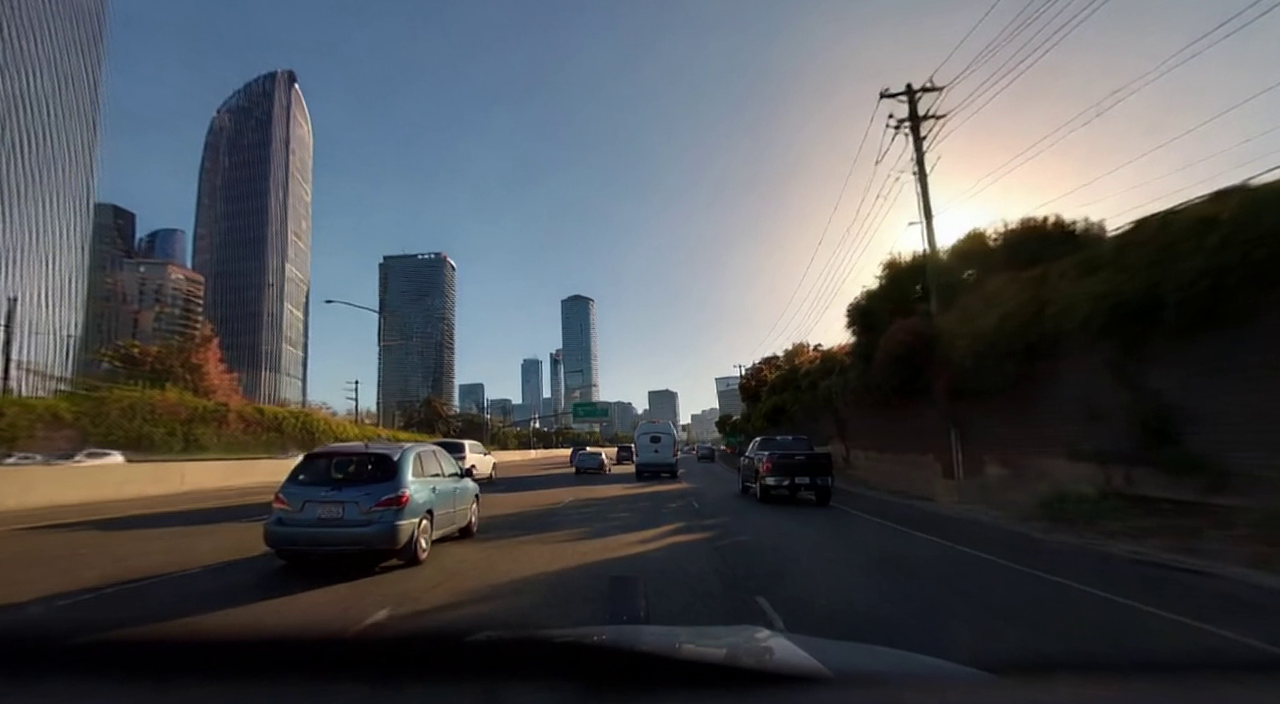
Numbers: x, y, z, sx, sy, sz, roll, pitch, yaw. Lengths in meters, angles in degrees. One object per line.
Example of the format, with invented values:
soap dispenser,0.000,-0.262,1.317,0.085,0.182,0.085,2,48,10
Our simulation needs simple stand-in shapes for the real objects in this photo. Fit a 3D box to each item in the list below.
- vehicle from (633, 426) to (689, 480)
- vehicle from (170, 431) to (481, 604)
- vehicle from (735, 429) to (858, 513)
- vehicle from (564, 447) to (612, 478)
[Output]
vehicle,1.170,5.062,31.558,2.457,2.440,5.486,-1,-9,5
vehicle,-3.537,1.885,8.009,1.934,1.643,3.718,0,-9,1
vehicle,3.970,3.100,16.828,2.283,1.923,4.427,0,-9,2
vehicle,-2.714,5.898,33.858,1.984,1.567,4.311,-1,-9,4
